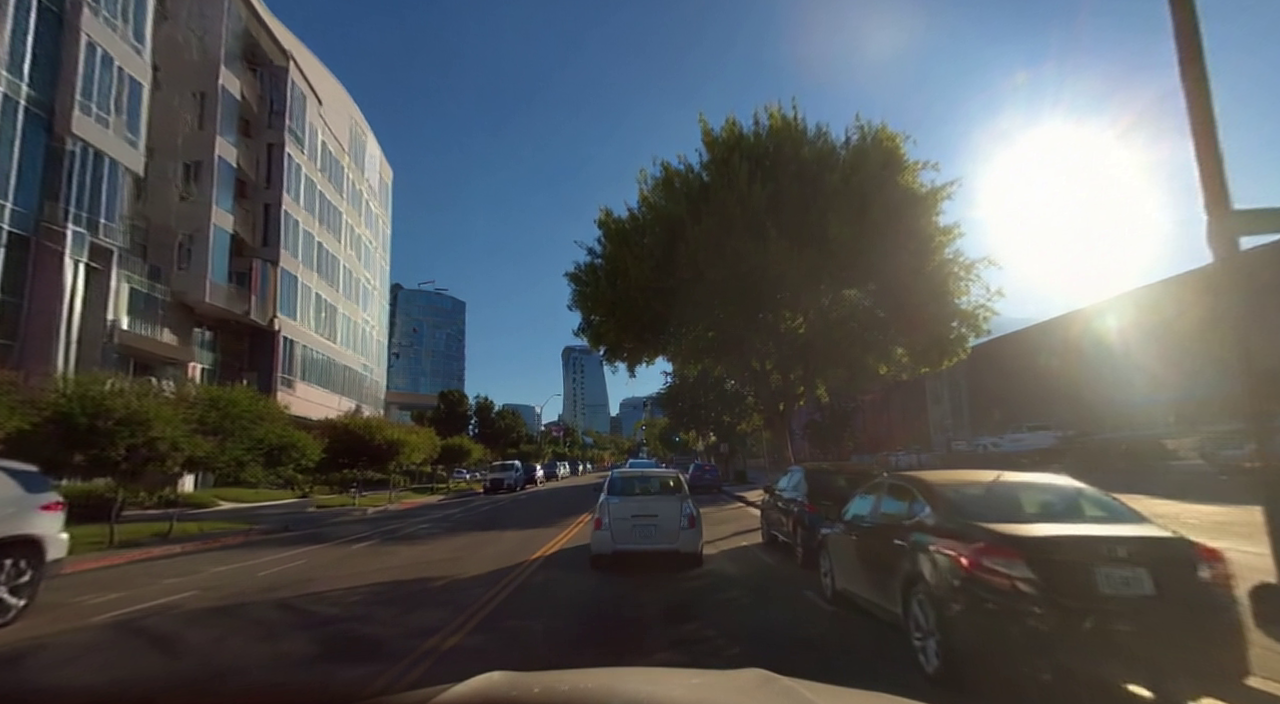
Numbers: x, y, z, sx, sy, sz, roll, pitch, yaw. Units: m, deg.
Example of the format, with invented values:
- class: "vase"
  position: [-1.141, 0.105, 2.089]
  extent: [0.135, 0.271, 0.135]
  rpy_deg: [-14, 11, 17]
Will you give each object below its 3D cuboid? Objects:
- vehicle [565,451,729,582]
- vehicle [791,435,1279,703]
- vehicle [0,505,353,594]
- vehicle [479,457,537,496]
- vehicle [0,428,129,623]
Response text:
- class: "vehicle"
  position: [0.088, 2.382, 9.683]
  extent: [2.018, 1.583, 3.646]
  rpy_deg: [1, -10, 0]
- class: "vehicle"
  position: [2.665, 1.589, 5.186]
  extent: [1.884, 1.566, 4.018]
  rpy_deg: [1, -10, 1]
- class: "vehicle"
  position: [-6.858, 3.028, 10.171]
  extent: [2.223, 0.774, 4.789]
  rpy_deg: [1, -10, 0]
- class: "vehicle"
  position: [-6.600, 6.342, 31.846]
  extent: [2.024, 1.654, 4.396]
  rpy_deg: [-3, -12, -1]
- class: "vehicle"
  position: [-6.724, 1.405, 4.690]
  extent: [1.994, 1.701, 4.520]
  rpy_deg: [-3, -12, -1]
